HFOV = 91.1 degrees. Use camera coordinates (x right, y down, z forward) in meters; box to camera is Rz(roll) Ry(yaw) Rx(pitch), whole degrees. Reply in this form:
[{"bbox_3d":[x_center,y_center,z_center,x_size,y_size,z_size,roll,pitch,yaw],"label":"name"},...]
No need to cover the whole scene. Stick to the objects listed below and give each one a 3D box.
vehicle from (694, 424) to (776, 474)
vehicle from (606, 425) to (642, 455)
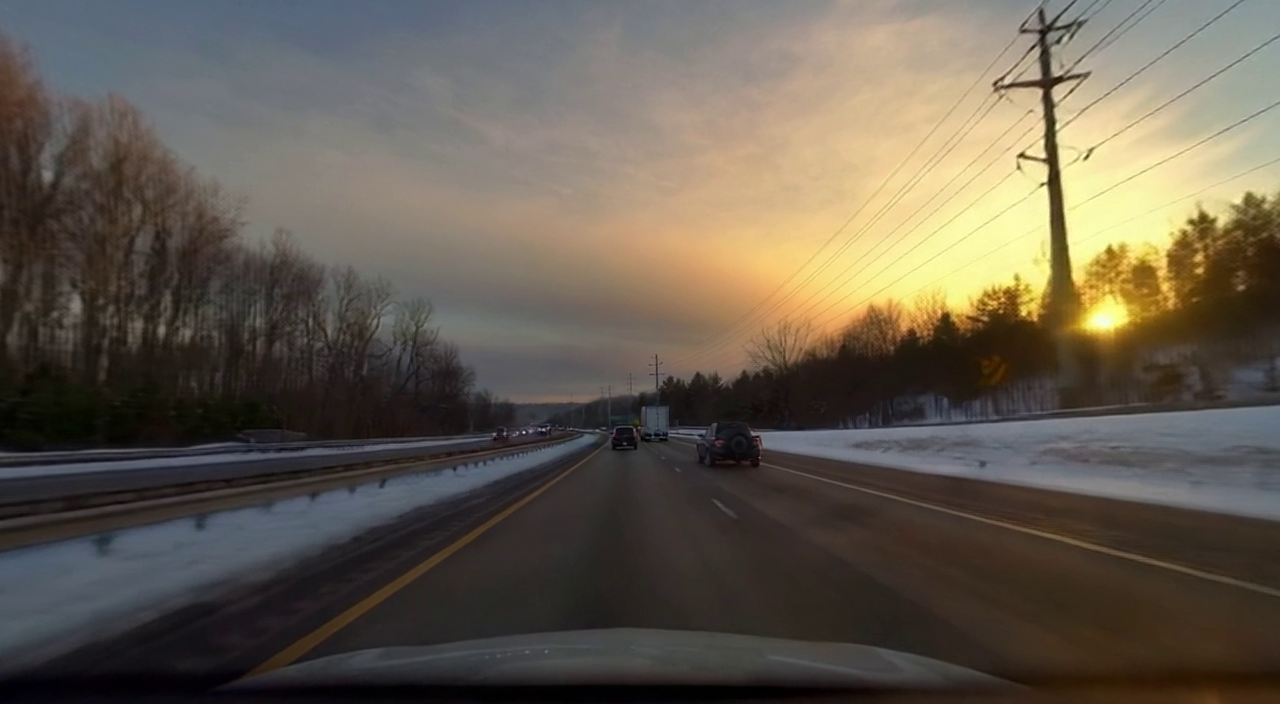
[{"bbox_3d":[3.156,3.318,21.754,2.062,1.581,3.914,0,-8,-2],"label":"vehicle"},{"bbox_3d":[-0.921,5.146,36.858,2.019,1.642,3.790,0,-8,-1],"label":"vehicle"}]
